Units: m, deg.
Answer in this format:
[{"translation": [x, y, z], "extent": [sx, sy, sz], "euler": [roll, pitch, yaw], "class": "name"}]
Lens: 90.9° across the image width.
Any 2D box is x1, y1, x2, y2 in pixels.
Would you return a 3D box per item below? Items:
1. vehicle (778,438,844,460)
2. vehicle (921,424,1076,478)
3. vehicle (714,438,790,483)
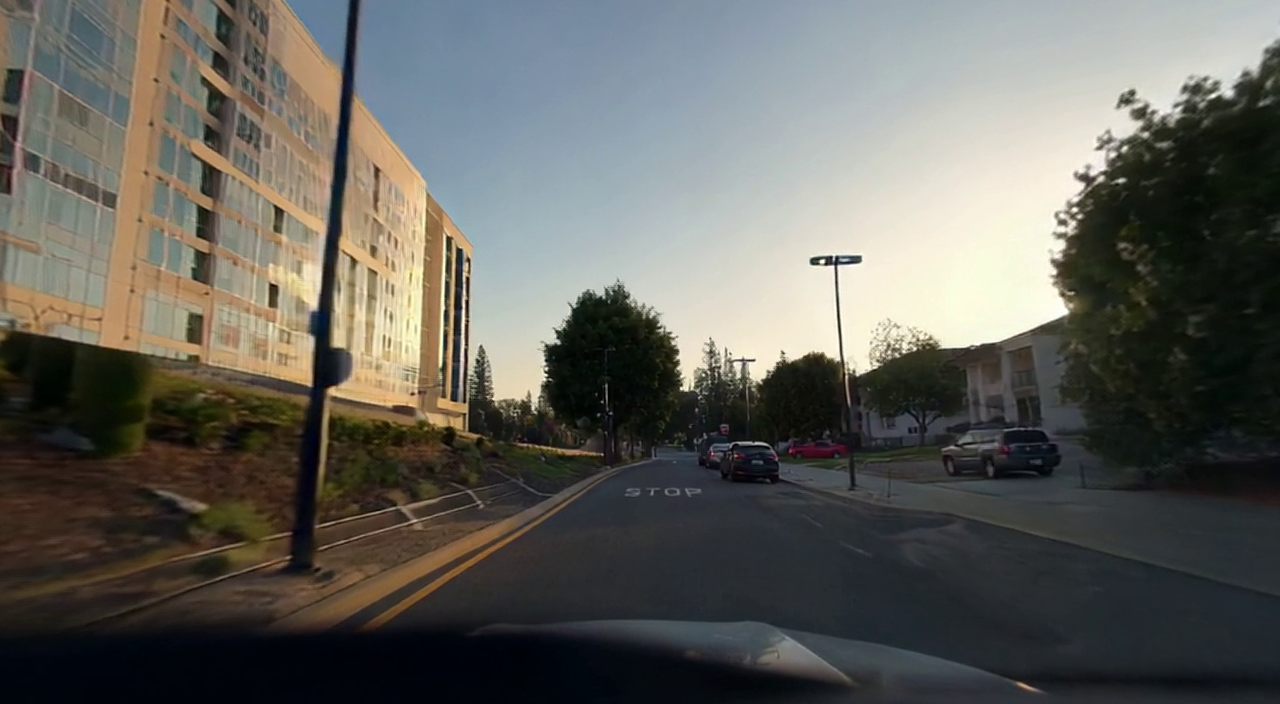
[{"translation": [12.411, 7.034, 45.894], "extent": [4.163, 1.471, 1.914], "euler": [-1, -9, -1], "class": "vehicle"}, {"translation": [10.704, 3.026, 19.363], "extent": [1.997, 1.430, 4.986], "euler": [-1, -9, 2], "class": "vehicle"}, {"translation": [4.014, 3.989, 23.403], "extent": [2.024, 1.475, 4.565], "euler": [0, -9, 1], "class": "vehicle"}]
